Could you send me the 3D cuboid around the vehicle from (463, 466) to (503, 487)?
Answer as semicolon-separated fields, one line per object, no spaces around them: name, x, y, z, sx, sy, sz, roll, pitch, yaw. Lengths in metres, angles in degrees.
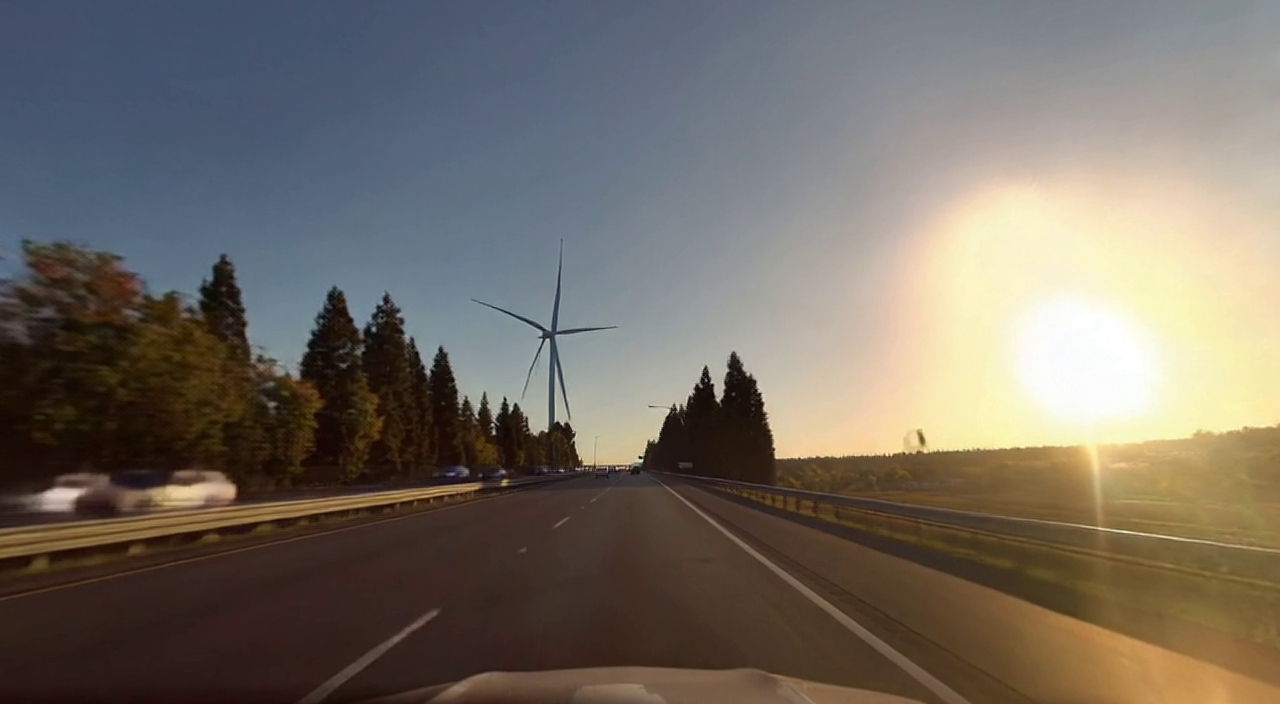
vehicle;-12.162;9.676;49.013;1.978;1.546;4.071;1;-11;1

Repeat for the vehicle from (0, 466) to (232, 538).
vehicle;-12.422;3.550;15.401;1.884;1.434;4.481;1;-11;0
